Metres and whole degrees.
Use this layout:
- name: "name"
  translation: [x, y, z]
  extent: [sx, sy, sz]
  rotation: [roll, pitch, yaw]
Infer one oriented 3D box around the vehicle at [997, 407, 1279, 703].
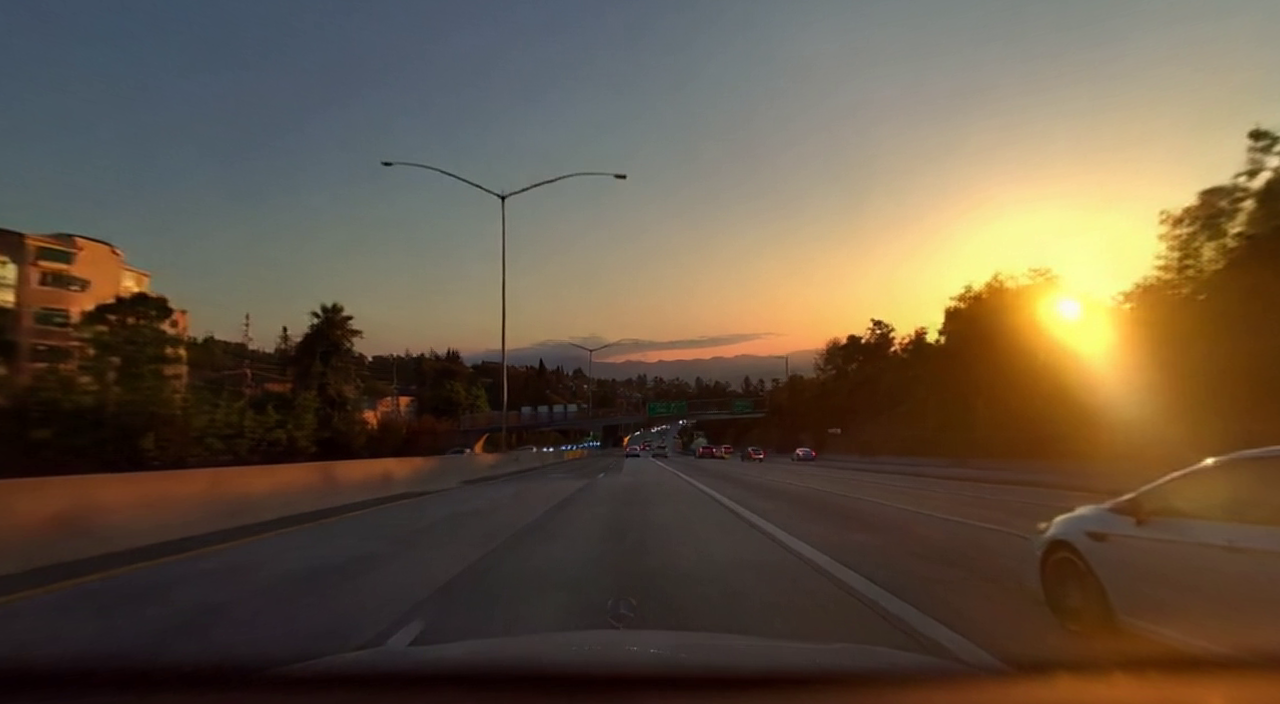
- name: "vehicle"
  translation: [3.859, 0.951, 2.525]
  extent: [2.018, 1.477, 4.800]
  rotation: [0, -9, -1]
